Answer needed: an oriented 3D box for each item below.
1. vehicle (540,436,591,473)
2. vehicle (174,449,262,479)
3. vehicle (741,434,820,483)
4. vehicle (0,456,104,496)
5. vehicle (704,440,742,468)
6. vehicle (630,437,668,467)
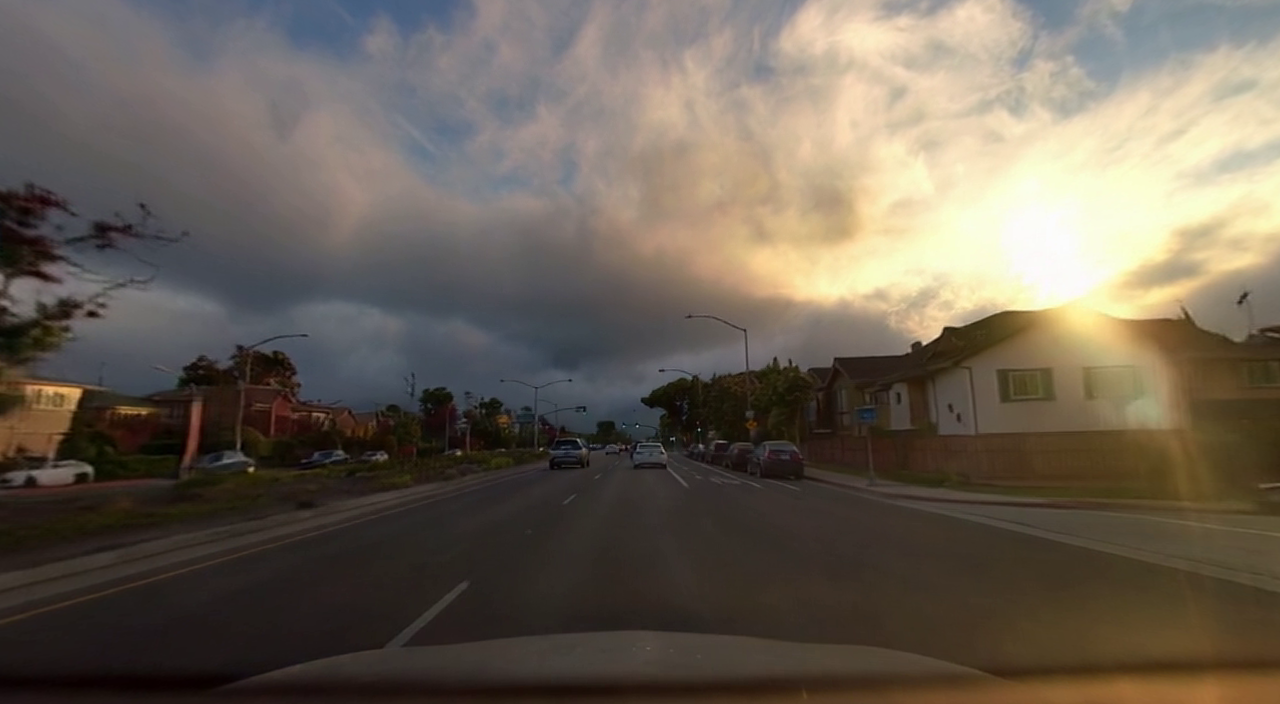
[{"bbox_3d":[-3.881,5.466,33.833,2.233,1.775,4.491,0,-9,0],"label":"vehicle"},{"bbox_3d":[-25.910,6.866,39.004,2.018,1.721,4.735,-1,-9,2],"label":"vehicle"},{"bbox_3d":[5.720,4.422,26.407,2.154,1.824,4.782,0,-9,-1],"label":"vehicle"},{"bbox_3d":[-25.721,5.192,26.809,1.839,1.463,4.705,0,-9,-1],"label":"vehicle"},{"bbox_3d":[5.530,6.889,42.736,2.020,1.762,4.559,0,-9,1],"label":"vehicle"},{"bbox_3d":[0.535,6.534,41.438,2.273,1.851,5.075,0,-9,-1],"label":"vehicle"}]
